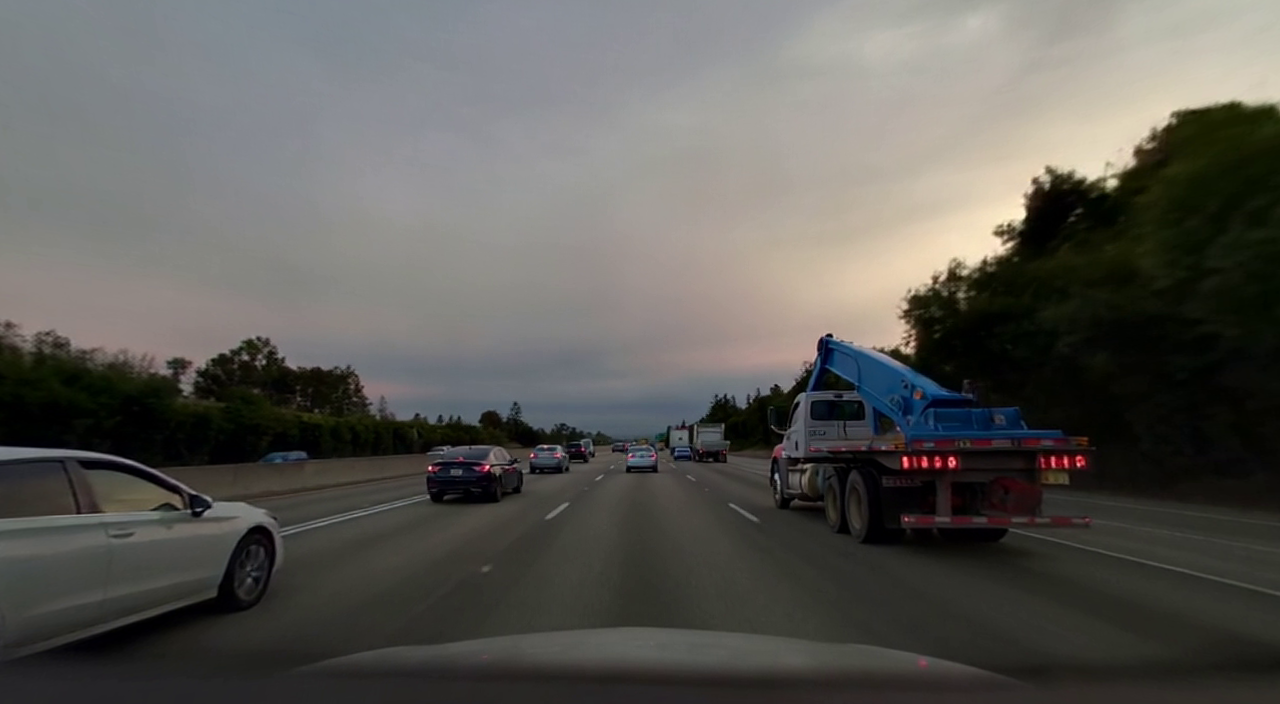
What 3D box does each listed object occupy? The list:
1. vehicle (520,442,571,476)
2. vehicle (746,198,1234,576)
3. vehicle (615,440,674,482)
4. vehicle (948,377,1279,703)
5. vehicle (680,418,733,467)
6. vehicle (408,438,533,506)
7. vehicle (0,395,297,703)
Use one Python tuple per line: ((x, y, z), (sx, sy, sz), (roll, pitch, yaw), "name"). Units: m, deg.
((-4.524, 5.191, 30.514), (1.858, 1.527, 3.974), (0, -9, 1), "vehicle")
((3.957, 0.900, 10.194), (2.975, 3.618, 8.456), (0, -9, 0), "vehicle")
((0.126, 4.315, 24.958), (2.150, 1.498, 3.988), (0, -9, -1), "vehicle")
((4.052, 0.915, 2.616), (2.599, 1.631, 5.693), (0, -9, -1), "vehicle")
((4.098, 5.822, 39.947), (2.416, 2.829, 7.016), (0, -9, -1), "vehicle")
((-4.213, 3.067, 16.467), (1.880, 1.507, 4.757), (0, -9, 1), "vehicle")
((-4.172, 1.093, 3.673), (1.978, 1.556, 4.119), (0, -9, 0), "vehicle")
